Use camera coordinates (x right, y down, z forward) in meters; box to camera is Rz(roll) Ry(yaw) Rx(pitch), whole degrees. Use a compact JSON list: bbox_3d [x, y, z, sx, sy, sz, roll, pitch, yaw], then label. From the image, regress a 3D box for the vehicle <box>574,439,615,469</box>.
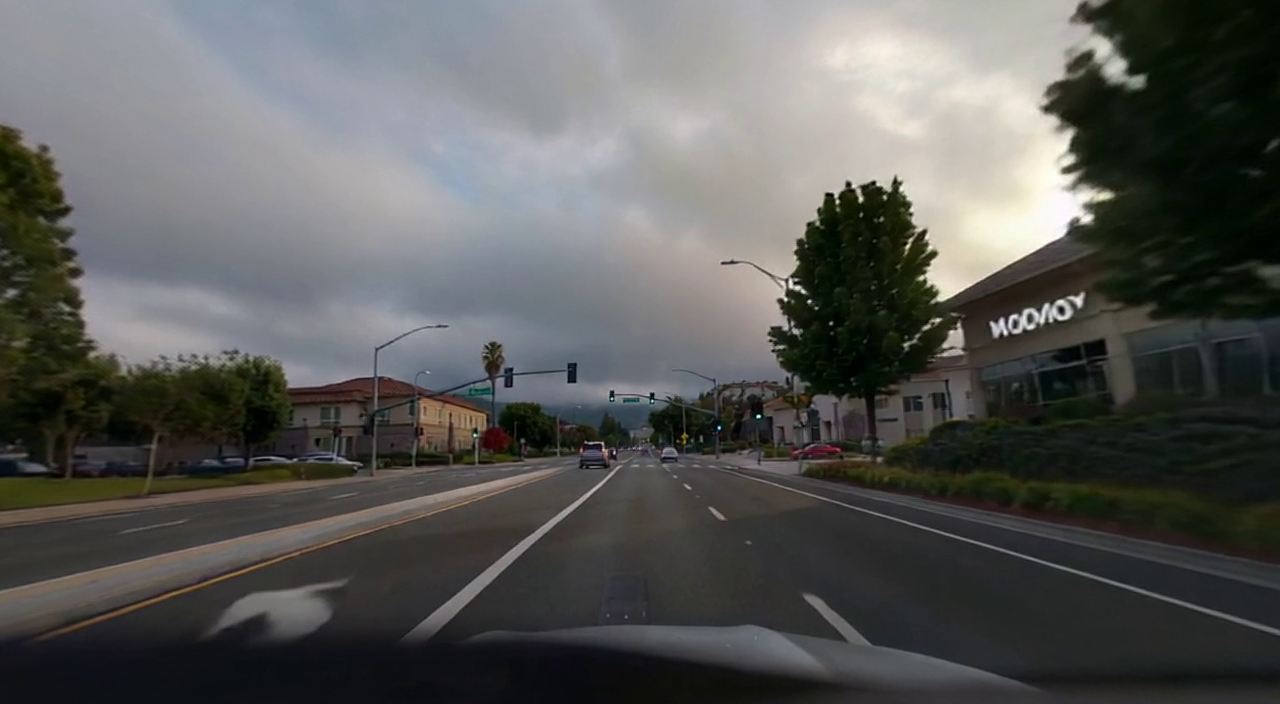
[{"bbox_3d":[-2.844,6.525,40.598,2.250,1.791,4.300,0,-8,1],"label":"vehicle"}]
